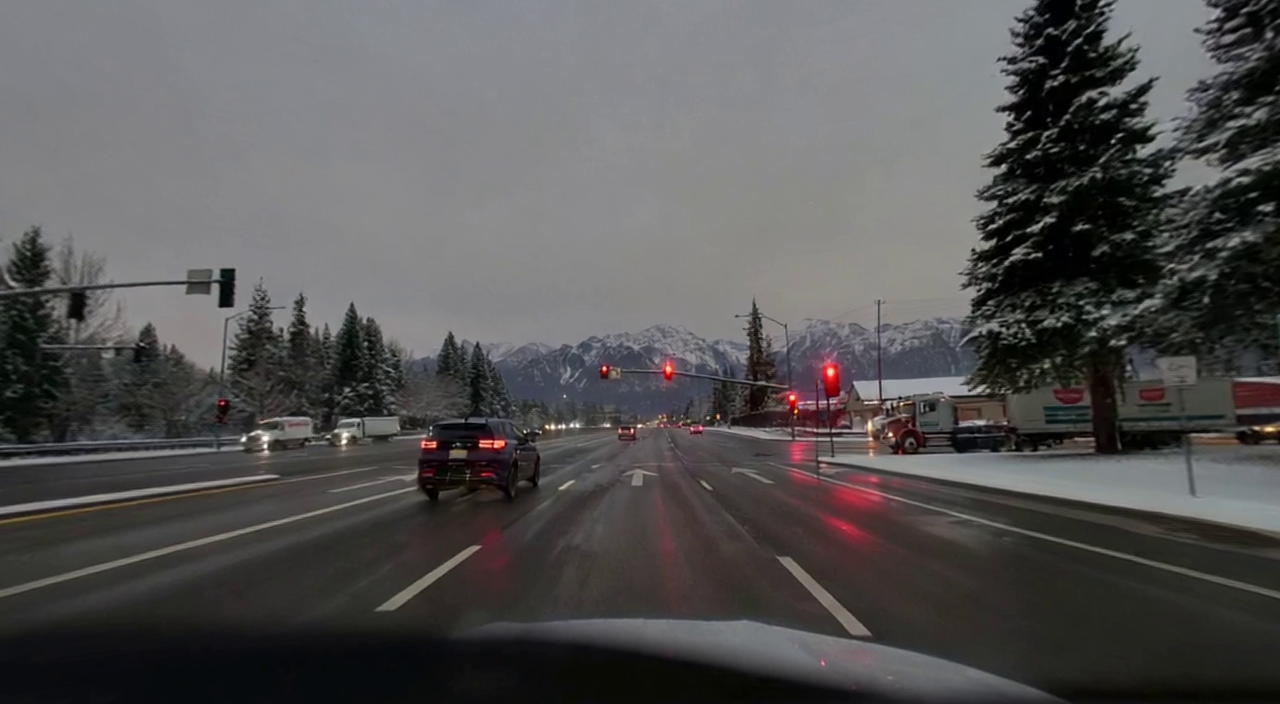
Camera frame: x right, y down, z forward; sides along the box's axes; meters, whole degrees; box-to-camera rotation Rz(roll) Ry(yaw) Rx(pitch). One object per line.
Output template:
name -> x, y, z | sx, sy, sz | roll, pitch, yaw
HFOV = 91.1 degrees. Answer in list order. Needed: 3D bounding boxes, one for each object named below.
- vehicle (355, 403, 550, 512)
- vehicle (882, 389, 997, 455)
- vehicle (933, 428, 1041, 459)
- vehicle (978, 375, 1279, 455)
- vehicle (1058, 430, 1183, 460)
vehicle -> -3.323, 2.018, 12.331 | 2.287, 1.712, 4.537 | 0, -8, 2
vehicle -> 18.487, 4.419, 39.109 | 5.512, 3.865, 3.002 | -1, -10, 5
vehicle -> 19.318, 5.104, 35.091 | 4.769, 1.638, 2.091 | 0, -8, 2
vehicle -> 30.272, 3.951, 38.354 | 16.628, 4.605, 3.321 | -1, -8, 6
vehicle -> 26.444, 5.152, 34.693 | 4.992, 1.579, 2.193 | 0, -8, 2
